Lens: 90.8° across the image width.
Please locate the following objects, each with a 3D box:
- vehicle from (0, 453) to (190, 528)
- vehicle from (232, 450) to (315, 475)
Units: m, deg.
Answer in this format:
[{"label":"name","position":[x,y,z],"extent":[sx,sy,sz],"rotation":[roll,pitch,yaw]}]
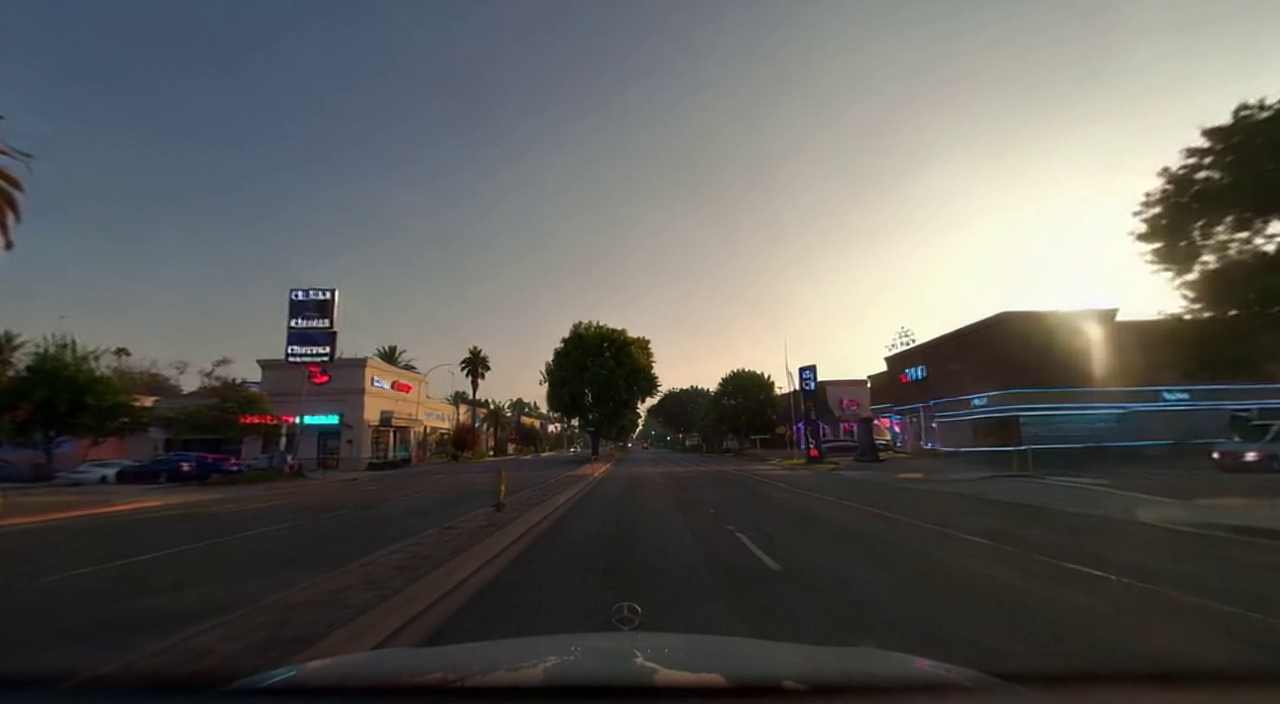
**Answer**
[{"label":"vehicle","position":[-14.074,3.456,16.269],"extent":[1.946,1.489,4.435],"rotation":[-4,-8,-4]},{"label":"vehicle","position":[-27.677,8.343,47.881],"extent":[4.922,1.751,2.195],"rotation":[3,-9,-16]}]
